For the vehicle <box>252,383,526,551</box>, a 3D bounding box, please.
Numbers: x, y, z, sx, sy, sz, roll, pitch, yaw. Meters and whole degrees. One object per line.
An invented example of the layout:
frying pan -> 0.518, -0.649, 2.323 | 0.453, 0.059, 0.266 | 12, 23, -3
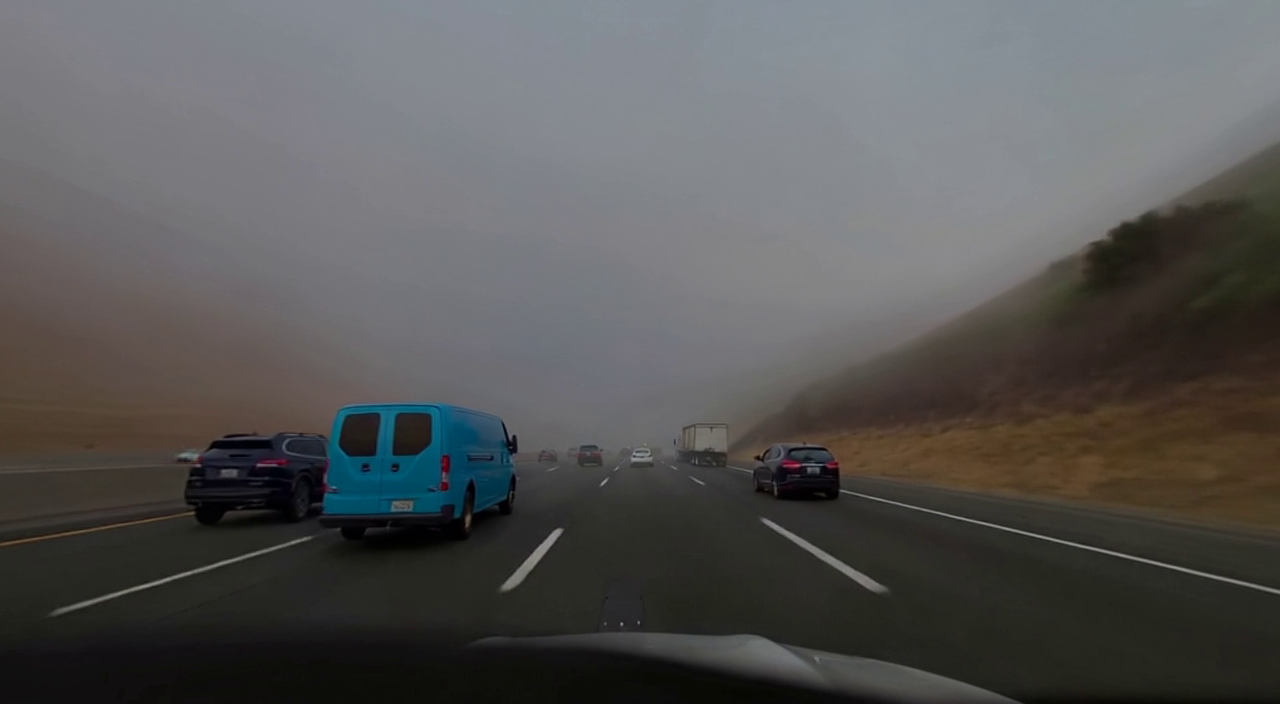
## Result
vehicle -> -3.828, 1.945, 11.244 | 2.421, 2.203, 5.775 | 0, -9, 1

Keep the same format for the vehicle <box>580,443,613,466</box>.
vehicle -> -3.239, 7.709, 47.470 | 2.138, 1.581, 4.340 | 0, -9, 0

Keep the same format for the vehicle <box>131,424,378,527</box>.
vehicle -> -7.570, 2.471, 13.186 | 2.054, 1.715, 4.928 | 0, -9, 0

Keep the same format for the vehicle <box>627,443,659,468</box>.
vehicle -> 0.173, 6.792, 41.508 | 2.014, 1.543, 3.804 | 0, -9, -1

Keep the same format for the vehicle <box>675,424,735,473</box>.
vehicle -> 3.862, 6.033, 39.344 | 2.877, 2.730, 7.831 | 0, -9, 0

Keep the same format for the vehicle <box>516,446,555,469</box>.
vehicle -> -7.256, 7.363, 44.166 | 2.021, 1.500, 4.512 | 0, -9, 0

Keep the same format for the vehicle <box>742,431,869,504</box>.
vehicle -> 4.005, 2.883, 16.038 | 2.051, 1.598, 4.145 | 0, -9, -1
